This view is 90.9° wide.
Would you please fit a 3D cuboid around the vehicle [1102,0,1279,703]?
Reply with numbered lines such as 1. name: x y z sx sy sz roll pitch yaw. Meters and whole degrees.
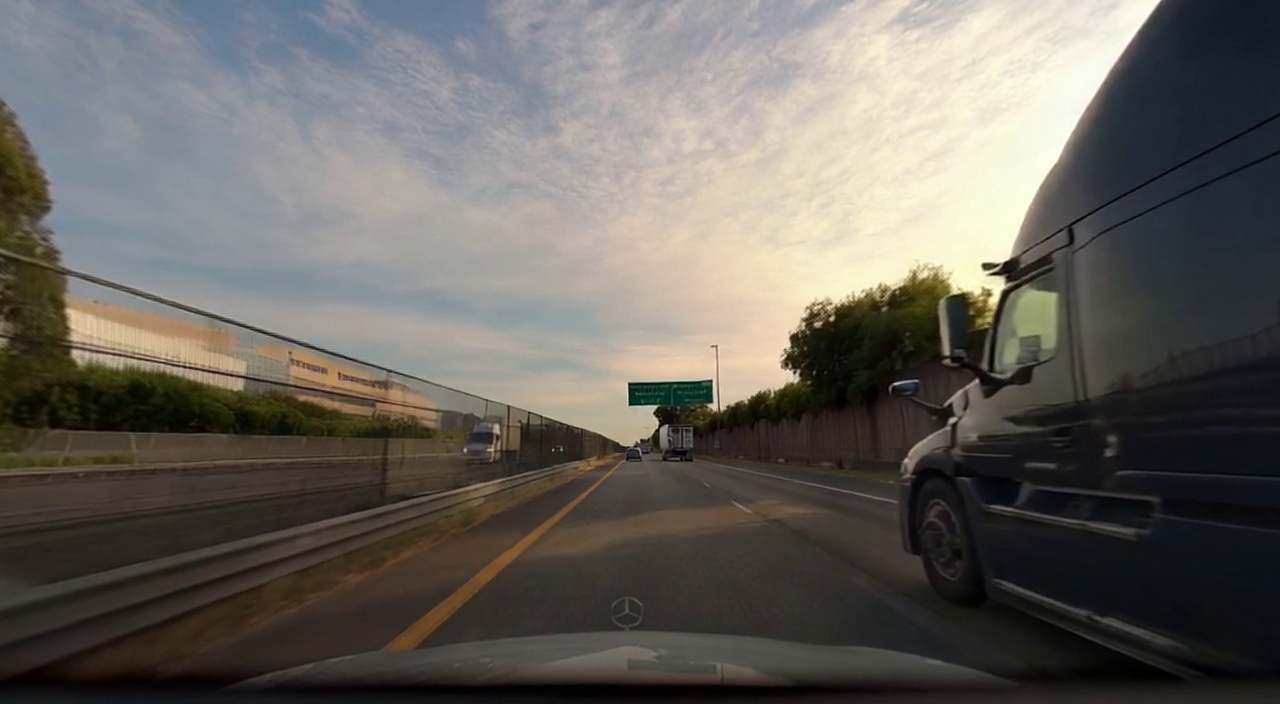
1. vehicle: 4.182 -0.512 0.384 3.035 3.966 6.026 0 -9 0
